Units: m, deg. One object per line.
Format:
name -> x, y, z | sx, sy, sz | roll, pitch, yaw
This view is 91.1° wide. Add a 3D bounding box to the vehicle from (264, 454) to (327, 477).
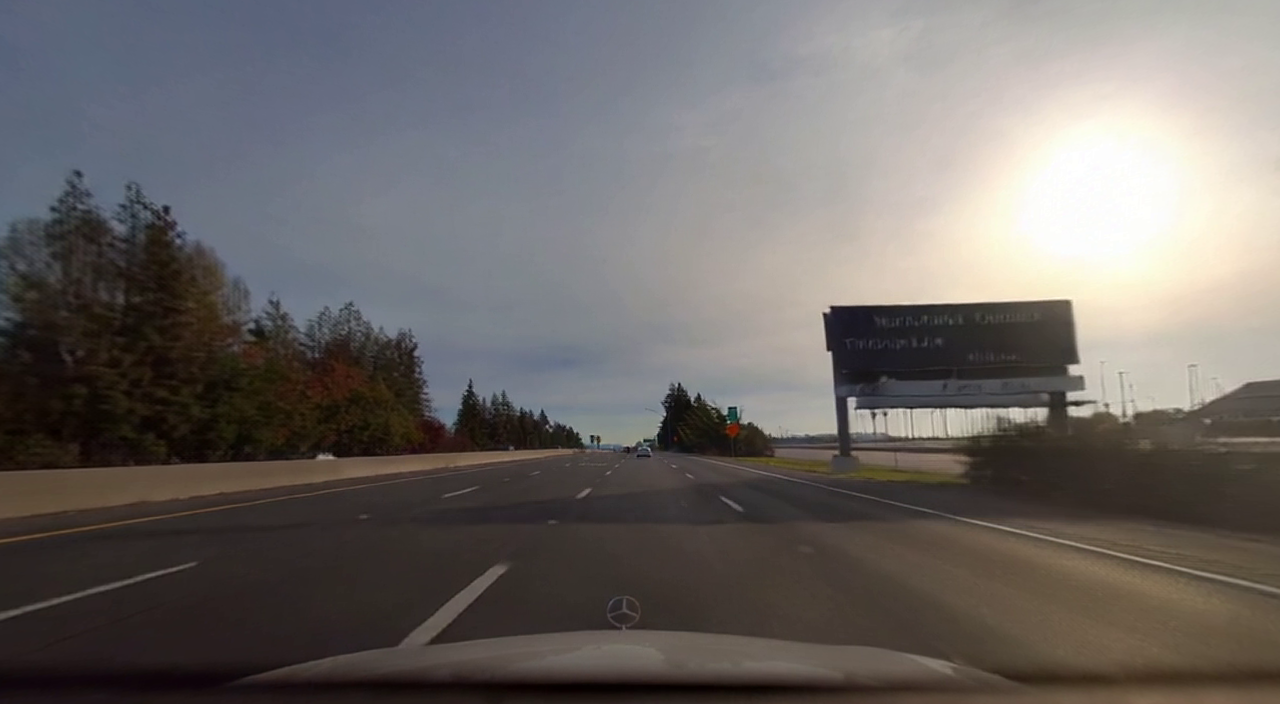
vehicle -> -24.459, 8.051, 44.806 | 1.918, 1.465, 4.515 | 0, -9, 0
